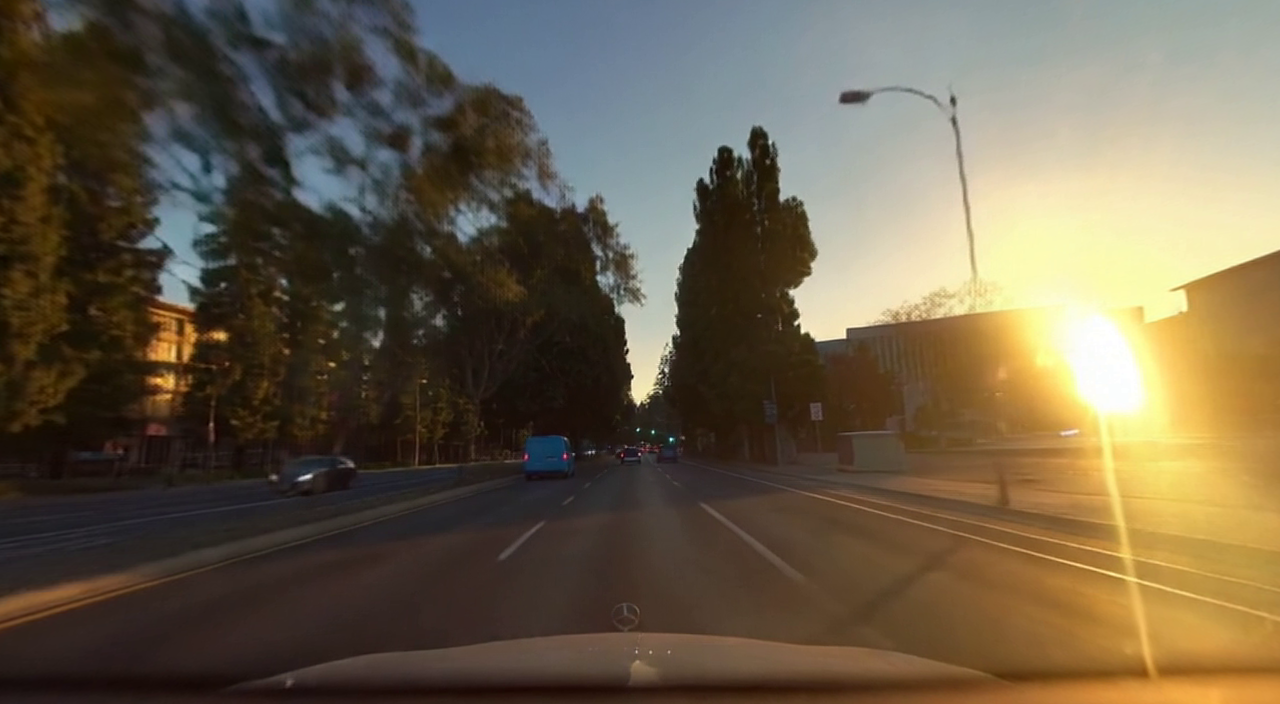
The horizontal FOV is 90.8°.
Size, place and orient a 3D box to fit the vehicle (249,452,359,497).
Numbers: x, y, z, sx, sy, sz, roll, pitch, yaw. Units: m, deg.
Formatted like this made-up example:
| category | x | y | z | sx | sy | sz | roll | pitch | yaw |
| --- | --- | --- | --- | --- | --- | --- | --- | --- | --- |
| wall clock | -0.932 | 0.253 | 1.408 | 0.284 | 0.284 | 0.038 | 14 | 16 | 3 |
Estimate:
| category | x | y | z | sx | sy | sz | roll | pitch | yaw |
| --- | --- | --- | --- | --- | --- | --- | --- | --- | --- |
| vehicle | -12.647 | 4.597 | 24.219 | 2.060 | 1.506 | 4.827 | 1 | -9 | -7 |

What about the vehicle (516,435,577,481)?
| category | x | y | z | sx | sy | sz | roll | pitch | yaw |
| --- | --- | --- | --- | --- | --- | --- | --- | --- | --- |
| vehicle | -4.072 | 4.709 | 28.320 | 2.075 | 1.863 | 4.744 | 0 | -9 | 0 |

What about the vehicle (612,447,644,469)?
| category | x | y | z | sx | sy | sz | roll | pitch | yaw |
| --- | --- | --- | --- | --- | --- | --- | --- | --- | --- |
| vehicle | -0.829 | 7.224 | 43.168 | 2.039 | 1.455 | 3.826 | 0 | -9 | -2 |
